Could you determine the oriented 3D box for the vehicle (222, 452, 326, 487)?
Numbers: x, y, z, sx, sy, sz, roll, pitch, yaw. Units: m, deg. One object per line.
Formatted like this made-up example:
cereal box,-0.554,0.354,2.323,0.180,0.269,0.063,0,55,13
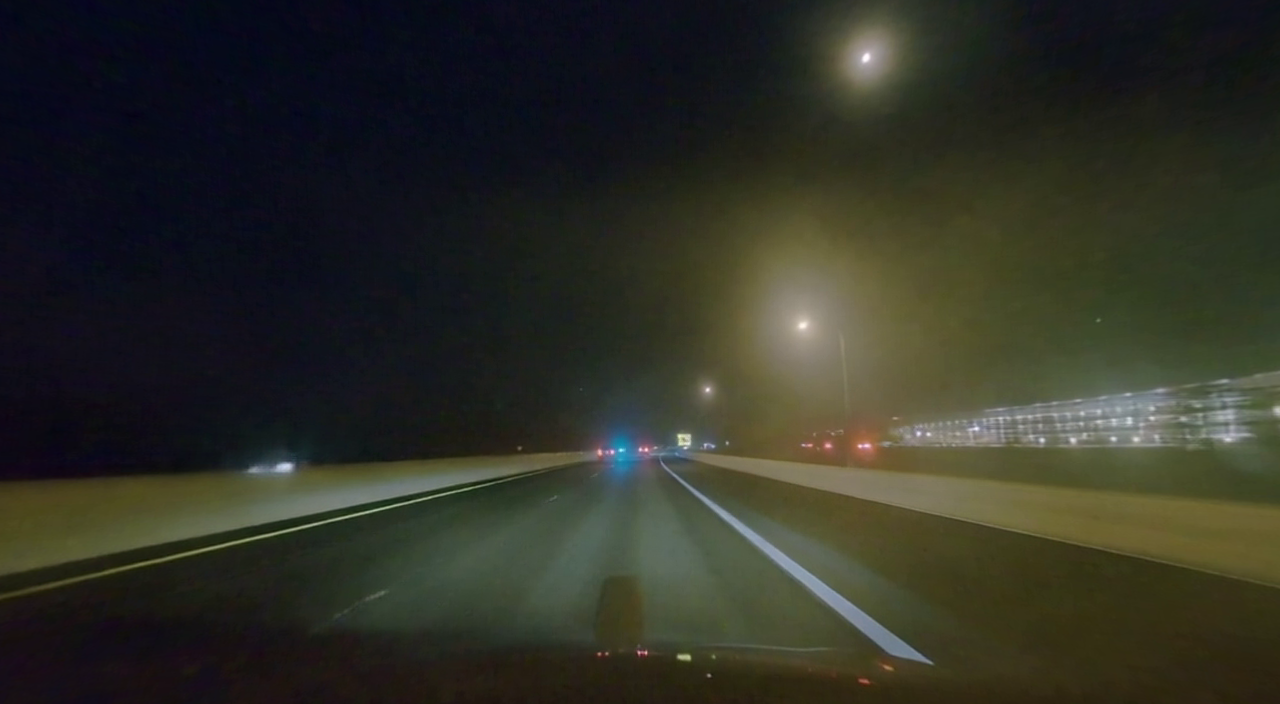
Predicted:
vehicle,-16.997,5.453,29.427,2.097,1.498,4.604,-1,-9,1
